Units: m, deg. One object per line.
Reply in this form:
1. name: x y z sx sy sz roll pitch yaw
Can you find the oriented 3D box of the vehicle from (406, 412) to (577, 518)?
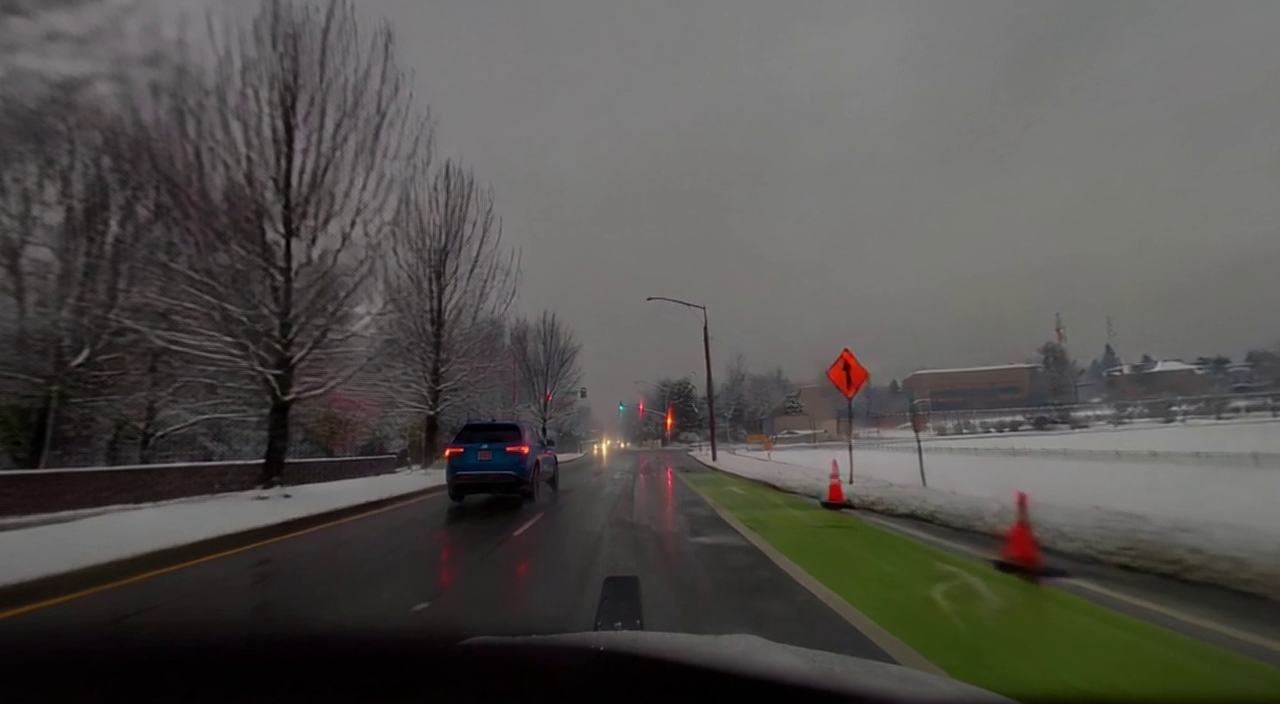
1. vehicle: -2.762 2.276 13.132 2.339 1.790 4.629 0 -8 1
